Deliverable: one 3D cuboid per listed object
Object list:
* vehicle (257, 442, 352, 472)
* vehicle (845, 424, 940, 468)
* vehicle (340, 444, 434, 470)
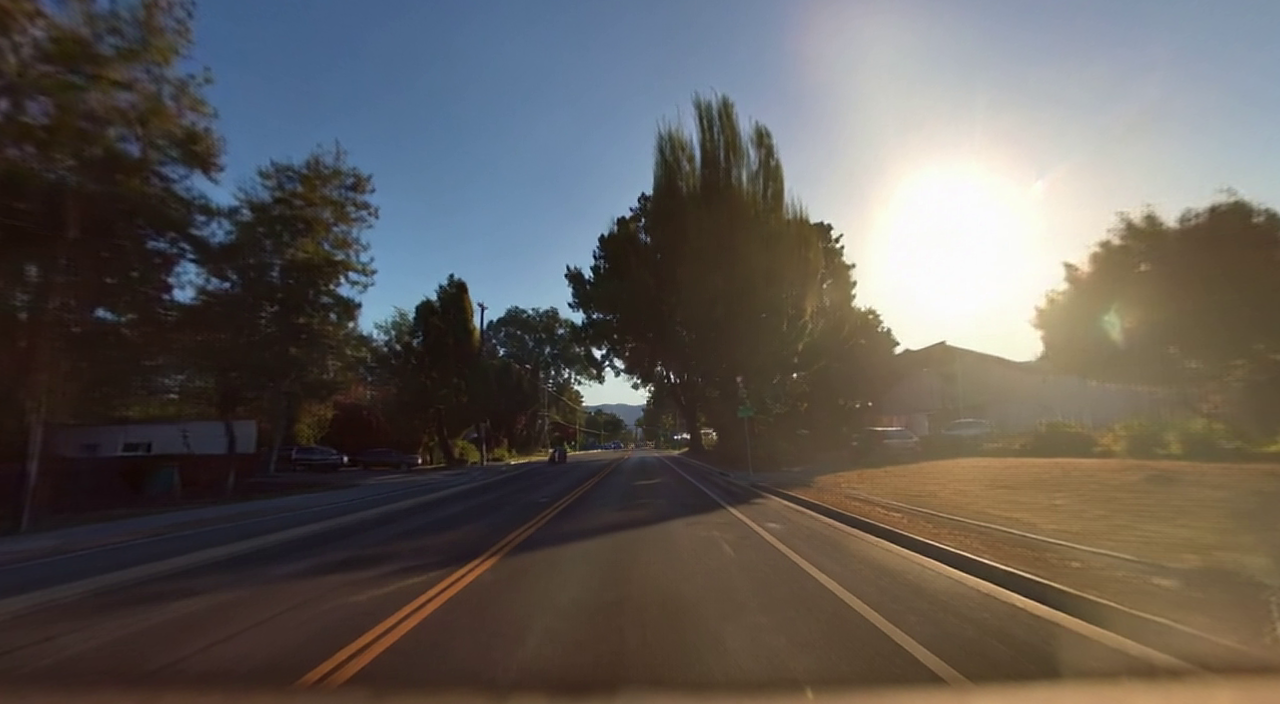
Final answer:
[{"bbox_3d":[-18.980,5.970,35.801,4.233,1.623,1.943,0,-8,1],"label":"vehicle"},{"bbox_3d":[9.822,3.731,24.968,1.805,1.571,4.467,0,-8,-2],"label":"vehicle"},{"bbox_3d":[-15.154,6.309,37.958,4.787,1.474,1.967,-1,-8,3],"label":"vehicle"}]
